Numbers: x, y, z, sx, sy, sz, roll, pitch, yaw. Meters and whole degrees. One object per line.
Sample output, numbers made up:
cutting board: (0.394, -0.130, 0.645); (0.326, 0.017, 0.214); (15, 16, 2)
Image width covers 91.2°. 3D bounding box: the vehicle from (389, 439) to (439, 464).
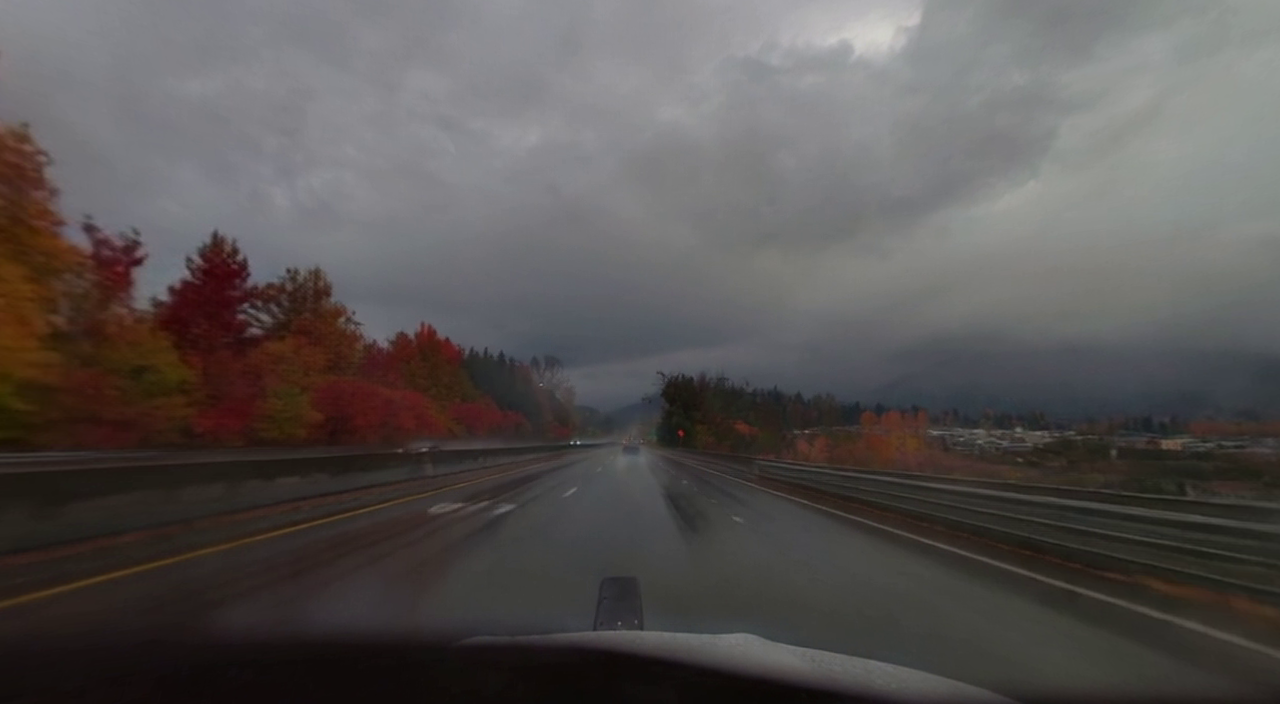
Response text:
vehicle: (-15.182, 6.697, 42.340); (1.880, 1.557, 4.116); (-1, -9, 0)
